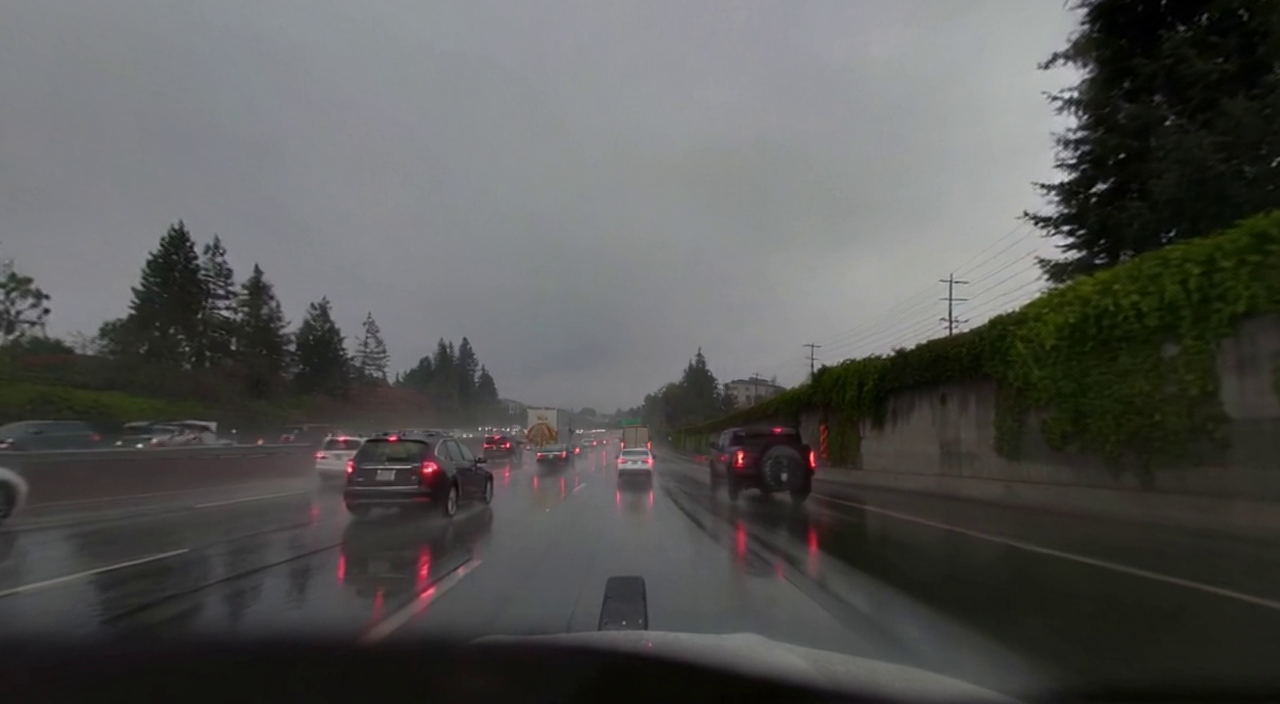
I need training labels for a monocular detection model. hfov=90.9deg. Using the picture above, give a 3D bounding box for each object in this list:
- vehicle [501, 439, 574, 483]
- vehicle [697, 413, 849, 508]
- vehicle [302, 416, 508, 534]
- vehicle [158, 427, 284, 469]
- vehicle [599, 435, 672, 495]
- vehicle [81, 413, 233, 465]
[{"bbox_3d":[-3.906,4.233,24.880,2.049,1.530,4.707,0,-8,1],"label":"vehicle"},{"bbox_3d":[3.258,2.869,17.158,2.793,2.132,5.682,0,-8,-1],"label":"vehicle"},{"bbox_3d":[-3.938,2.141,11.586,2.026,1.719,4.490,0,-8,0],"label":"vehicle"},{"bbox_3d":[-16.717,3.868,25.504,2.076,1.526,4.437,0,-8,-1],"label":"vehicle"},{"bbox_3d":[-0.118,3.511,19.985,2.092,1.671,3.889,0,-8,0],"label":"vehicle"},{"bbox_3d":[-20.481,3.766,27.190,2.071,1.972,5.676,0,-8,0],"label":"vehicle"}]
